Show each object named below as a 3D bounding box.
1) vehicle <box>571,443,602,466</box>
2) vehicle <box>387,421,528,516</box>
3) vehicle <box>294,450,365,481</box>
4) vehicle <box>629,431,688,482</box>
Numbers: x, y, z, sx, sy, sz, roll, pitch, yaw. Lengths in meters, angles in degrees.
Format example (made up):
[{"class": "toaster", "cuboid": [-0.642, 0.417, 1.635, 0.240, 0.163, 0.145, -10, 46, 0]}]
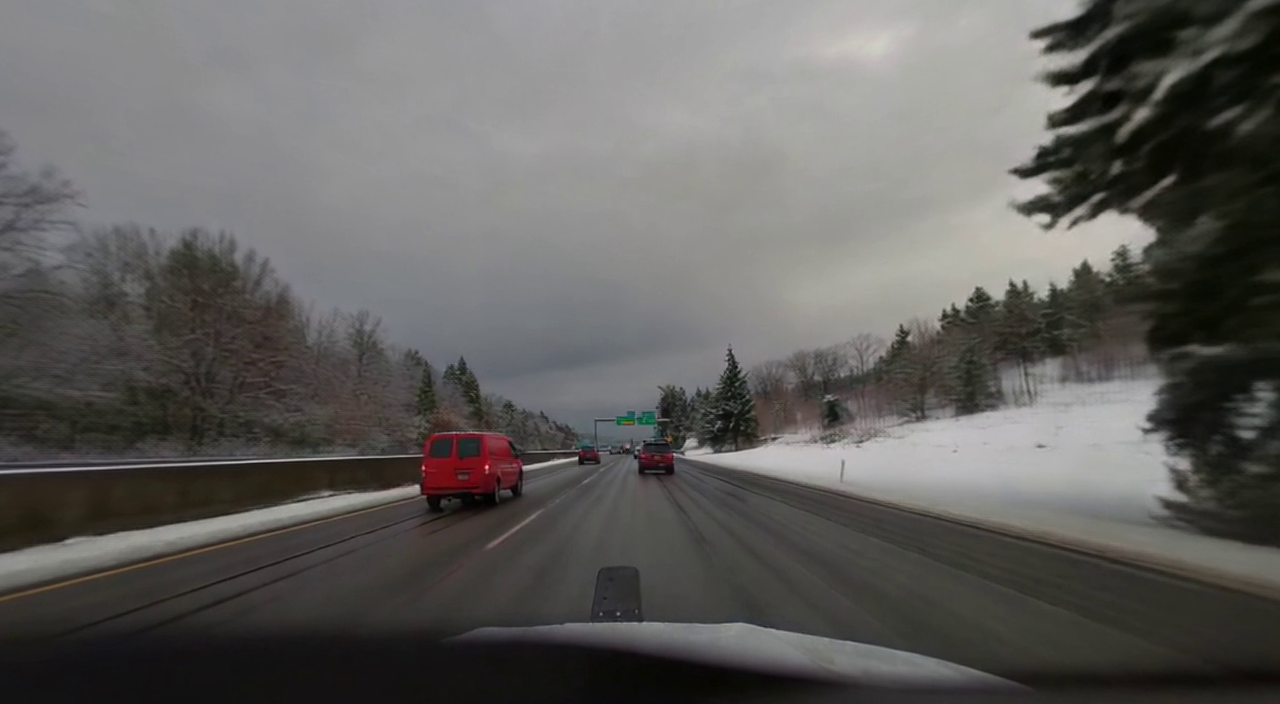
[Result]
[{"class": "vehicle", "cuboid": [-4.198, 8.146, 49.908, 2.088, 1.688, 4.365, 0, -9, -1]}, {"class": "vehicle", "cuboid": [-3.846, 2.538, 14.006, 2.021, 1.790, 3.907, 0, -9, -1]}, {"class": "vehicle", "cuboid": [-16.781, 6.125, 34.069, 1.845, 1.515, 3.851, 0, -9, 0]}, {"class": "vehicle", "cuboid": [0.690, 4.405, 26.608, 2.179, 1.930, 4.538, 0, -9, -2]}]
